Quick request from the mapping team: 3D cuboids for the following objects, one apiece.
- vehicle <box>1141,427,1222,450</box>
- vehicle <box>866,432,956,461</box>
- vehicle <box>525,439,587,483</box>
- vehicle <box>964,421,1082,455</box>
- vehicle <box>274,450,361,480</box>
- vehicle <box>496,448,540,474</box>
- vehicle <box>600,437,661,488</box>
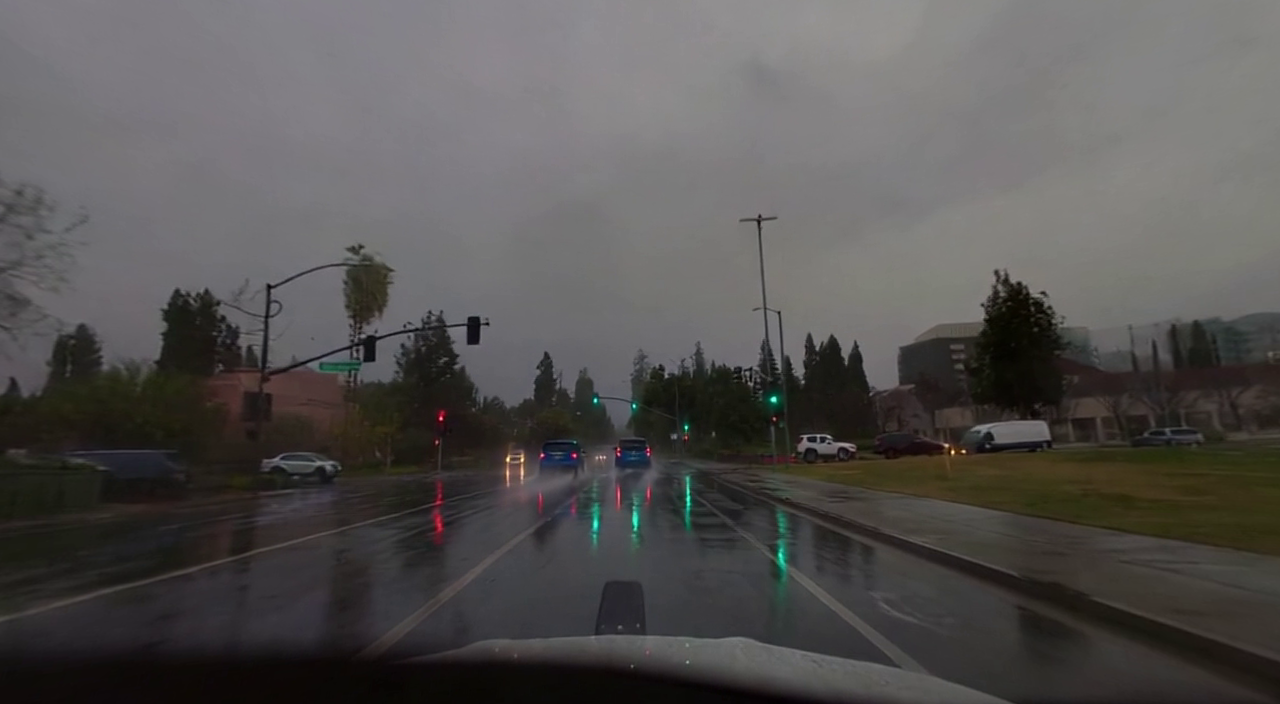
[{"bbox_3d":[36.722,5.887,42.862,3.873,1.546,1.842,1,-8,-5],"label":"vehicle"},{"bbox_3d":[17.746,6.224,41.486,4.932,1.827,2.031,0,-9,-4],"label":"vehicle"},{"bbox_3d":[-3.600,4.769,27.860,2.097,1.755,4.336,0,-9,0],"label":"vehicle"},{"bbox_3d":[25.603,5.794,42.412,6.325,2.155,2.457,0,-9,-4],"label":"vehicle"},{"bbox_3d":[-21.263,7.474,41.830,4.521,1.753,2.148,1,-10,0],"label":"vehicle"},{"bbox_3d":[-7.996,7.155,41.729,1.986,1.637,4.324,0,-9,0],"label":"vehicle"},{"bbox_3d":[-0.346,4.218,24.441,2.088,1.735,4.801,0,-9,0],"label":"vehicle"}]
